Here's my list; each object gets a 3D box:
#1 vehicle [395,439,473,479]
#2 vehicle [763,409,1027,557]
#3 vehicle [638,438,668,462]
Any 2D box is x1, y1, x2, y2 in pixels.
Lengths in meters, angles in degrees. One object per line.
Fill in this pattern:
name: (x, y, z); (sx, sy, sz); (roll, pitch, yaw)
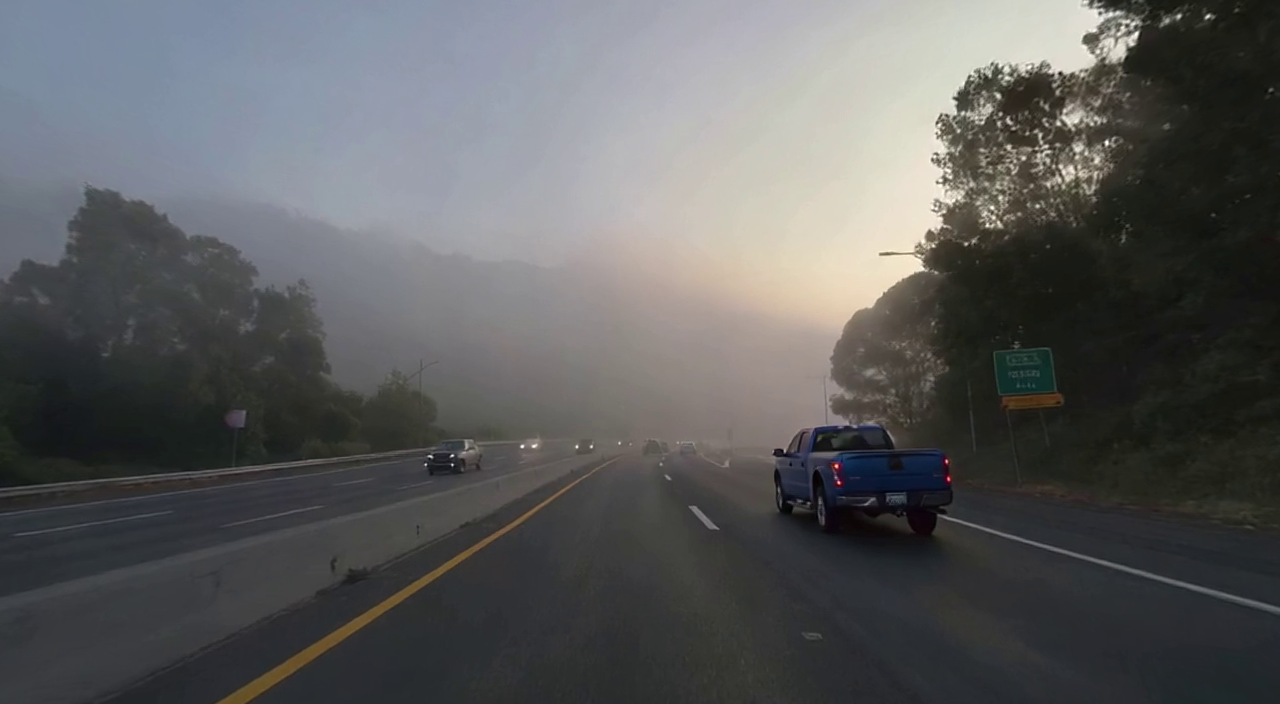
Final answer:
vehicle: (-9.961, 5.198, 31.012); (2.131, 1.773, 4.837); (0, -9, 0)
vehicle: (3.494, 1.915, 9.938); (2.151, 1.744, 4.709); (0, -9, 0)
vehicle: (1.015, 7.570, 49.003); (2.186, 1.782, 4.100); (0, -9, 1)
